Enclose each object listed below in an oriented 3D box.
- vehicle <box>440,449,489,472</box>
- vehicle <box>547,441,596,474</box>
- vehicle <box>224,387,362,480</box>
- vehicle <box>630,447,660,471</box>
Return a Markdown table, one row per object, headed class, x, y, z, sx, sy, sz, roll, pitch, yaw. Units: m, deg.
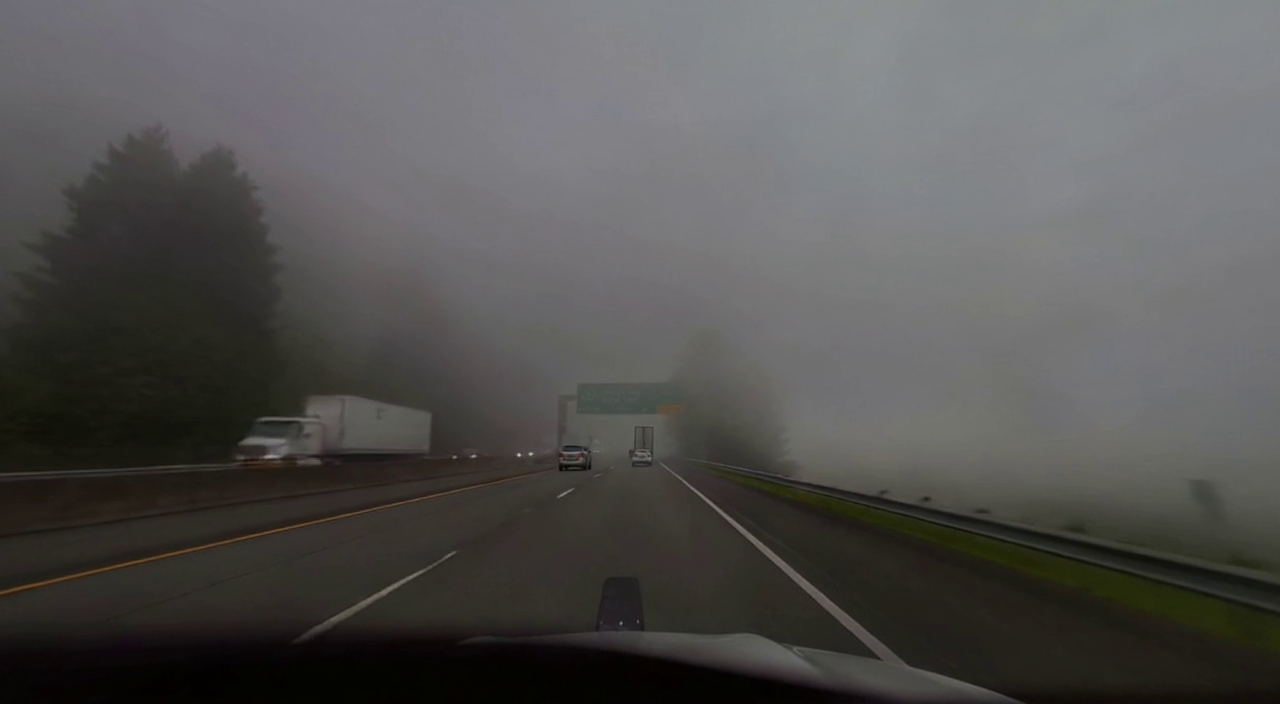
| class | x | y | z | sx | sy | sz | roll | pitch | yaw |
| --- | --- | --- | --- | --- | --- | --- | --- | --- | --- |
| vehicle | -11.611 | 7.178 | 41.929 | 1.918 | 1.396 | 4.332 | 0 | -9 | 1 |
| vehicle | -3.696 | 5.851 | 35.134 | 2.097 | 1.722 | 4.808 | 0 | -9 | 1 |
| vehicle | -15.848 | 3.844 | 29.417 | 2.912 | 3.866 | 5.822 | 0 | -9 | 0 |
| vehicle | 0.314 | 6.820 | 40.228 | 1.853 | 1.436 | 3.438 | 0 | -9 | 0 |
